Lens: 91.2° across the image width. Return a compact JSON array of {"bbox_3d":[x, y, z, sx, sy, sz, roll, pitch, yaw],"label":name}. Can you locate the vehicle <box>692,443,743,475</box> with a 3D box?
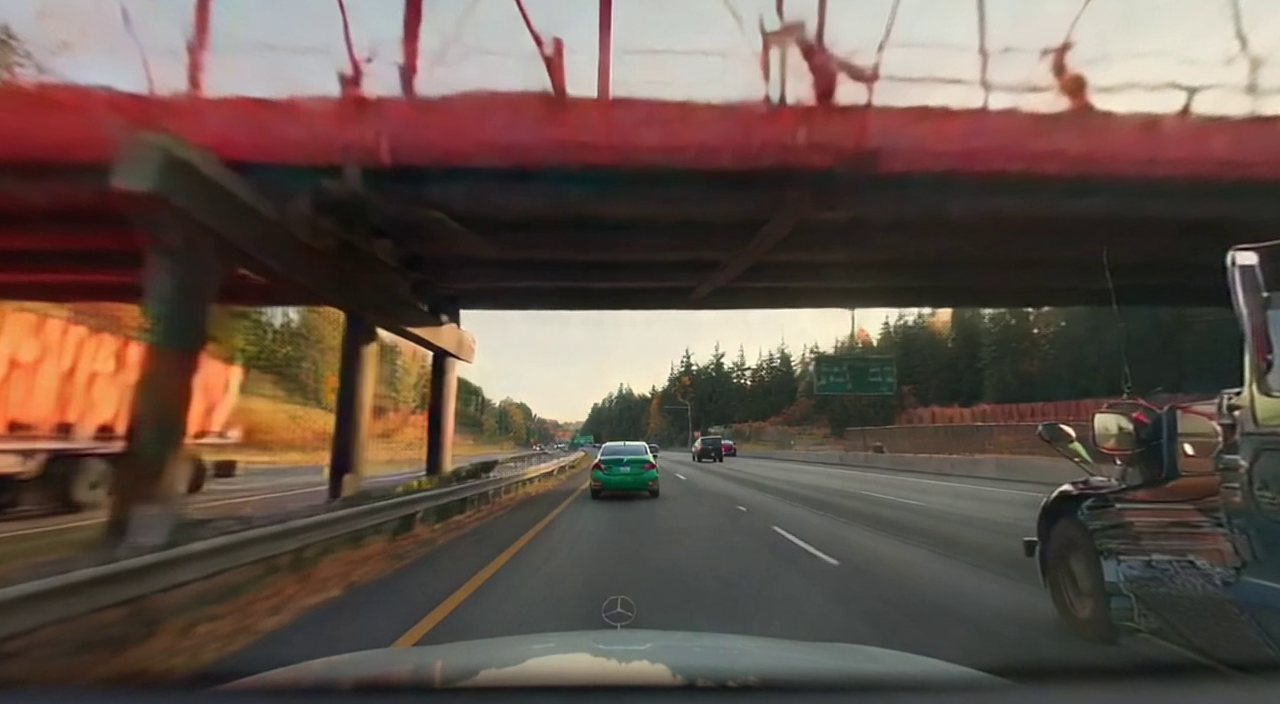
[{"bbox_3d":[3.822,5.326,31.472,1.894,1.487,3.751,0,-9,-2],"label":"vehicle"}]

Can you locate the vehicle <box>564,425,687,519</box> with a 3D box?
[{"bbox_3d":[-0.285,2.525,13.655,2.259,1.699,4.015,0,-9,0],"label":"vehicle"}]

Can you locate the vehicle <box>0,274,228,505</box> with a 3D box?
[{"bbox_3d":[-12.954,0.569,10.500,3.002,4.083,13.682,0,-9,-1],"label":"vehicle"}]
